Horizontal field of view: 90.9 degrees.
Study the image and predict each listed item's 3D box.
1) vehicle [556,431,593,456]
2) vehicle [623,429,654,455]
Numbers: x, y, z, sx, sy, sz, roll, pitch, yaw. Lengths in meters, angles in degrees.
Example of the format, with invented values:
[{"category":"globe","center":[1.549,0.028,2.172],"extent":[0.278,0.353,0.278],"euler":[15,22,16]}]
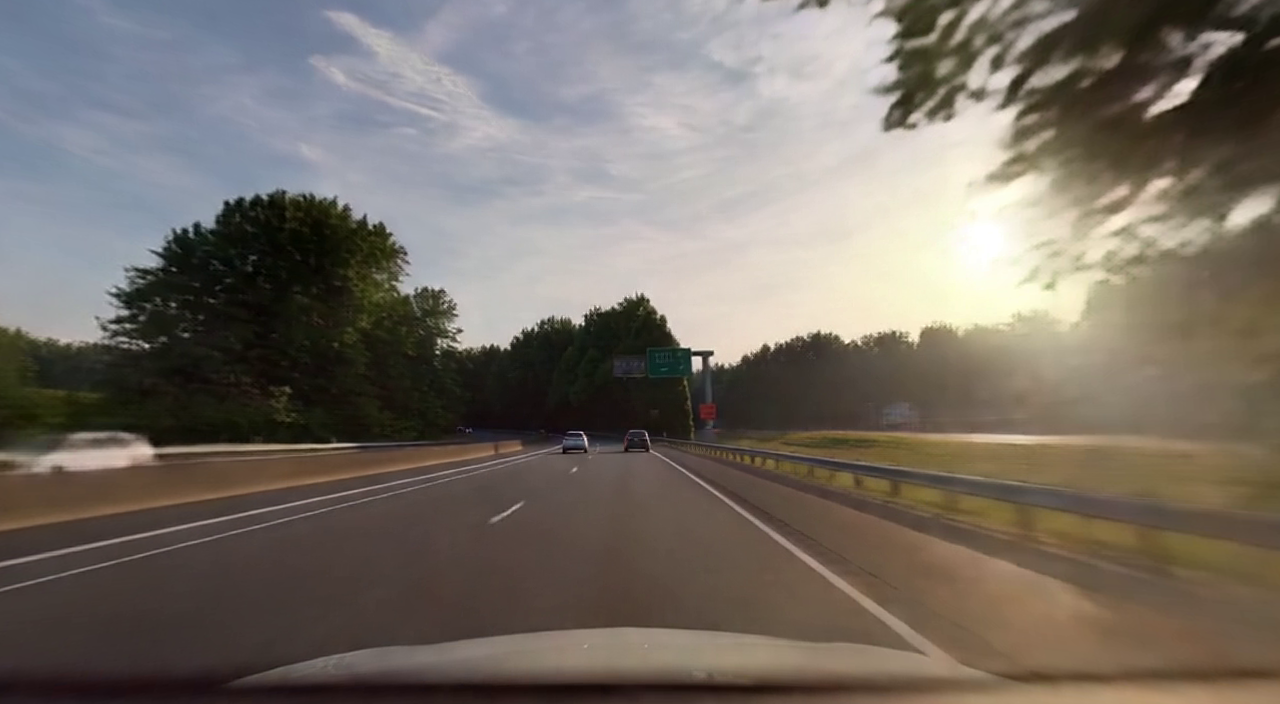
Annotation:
[{"category":"vehicle","center":[-4.380,6.159,42.478],"extent":[2.055,1.610,4.116],"euler":[0,-8,0]},{"category":"vehicle","center":[-0.129,6.555,45.890],"extent":[2.170,1.790,4.490],"euler":[0,-8,0]}]
